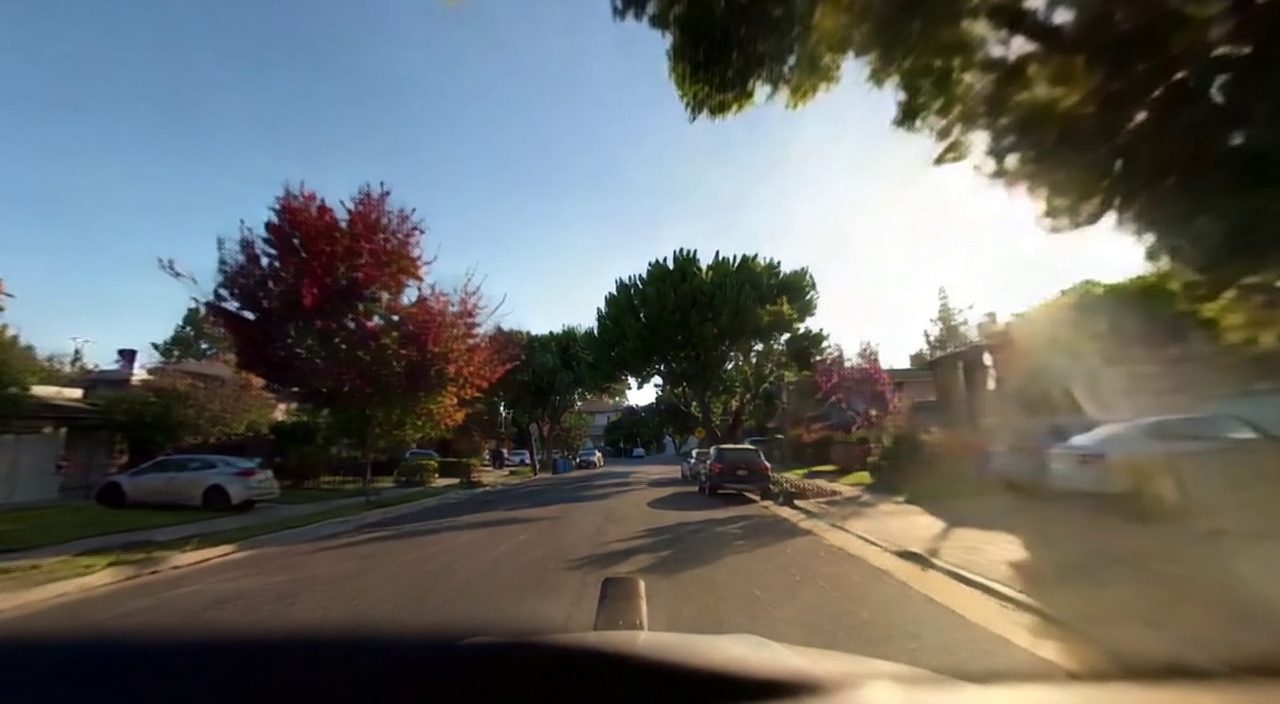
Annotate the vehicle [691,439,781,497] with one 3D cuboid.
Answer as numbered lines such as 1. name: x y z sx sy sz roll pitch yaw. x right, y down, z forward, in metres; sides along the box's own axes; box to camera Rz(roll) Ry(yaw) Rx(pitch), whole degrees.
1. vehicle: 2.639 3.309 18.449 2.022 1.483 4.565 0 -9 1

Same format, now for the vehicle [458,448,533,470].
1. vehicle: -10.447 7.750 45.926 4.933 1.547 2.125 0 -9 0

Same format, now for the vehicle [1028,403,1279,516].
1. vehicle: 8.989 1.661 9.988 4.331 1.570 2.009 -1 -8 0

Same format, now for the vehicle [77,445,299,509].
1. vehicle: -11.339 3.133 16.121 4.118 1.492 1.902 0 -9 -3
